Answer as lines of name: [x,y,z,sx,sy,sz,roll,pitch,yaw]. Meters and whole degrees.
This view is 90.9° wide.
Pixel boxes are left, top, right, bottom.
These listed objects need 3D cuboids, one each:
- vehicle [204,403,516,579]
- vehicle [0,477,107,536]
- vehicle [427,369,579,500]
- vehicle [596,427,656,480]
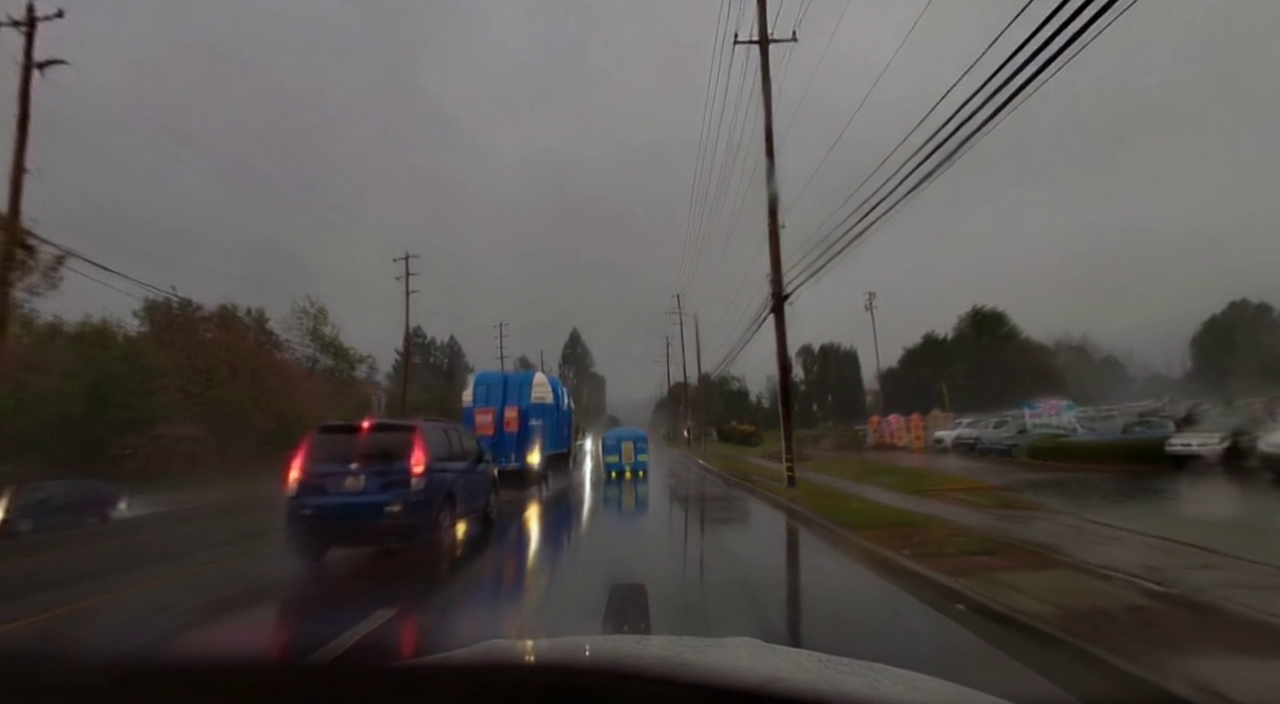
vehicle: [-3.409,1.804,9.036,2.187,1.821,4.748,0,-8,1]
vehicle: [-18.880,4.614,18.969,1.837,1.485,4.231,-1,-8,2]
vehicle: [-3.957,2.721,20.484,3.120,3.393,7.945,0,-8,0]
vehicle: [-0.526,3.873,24.226,2.117,1.861,4.095,0,-8,-1]
